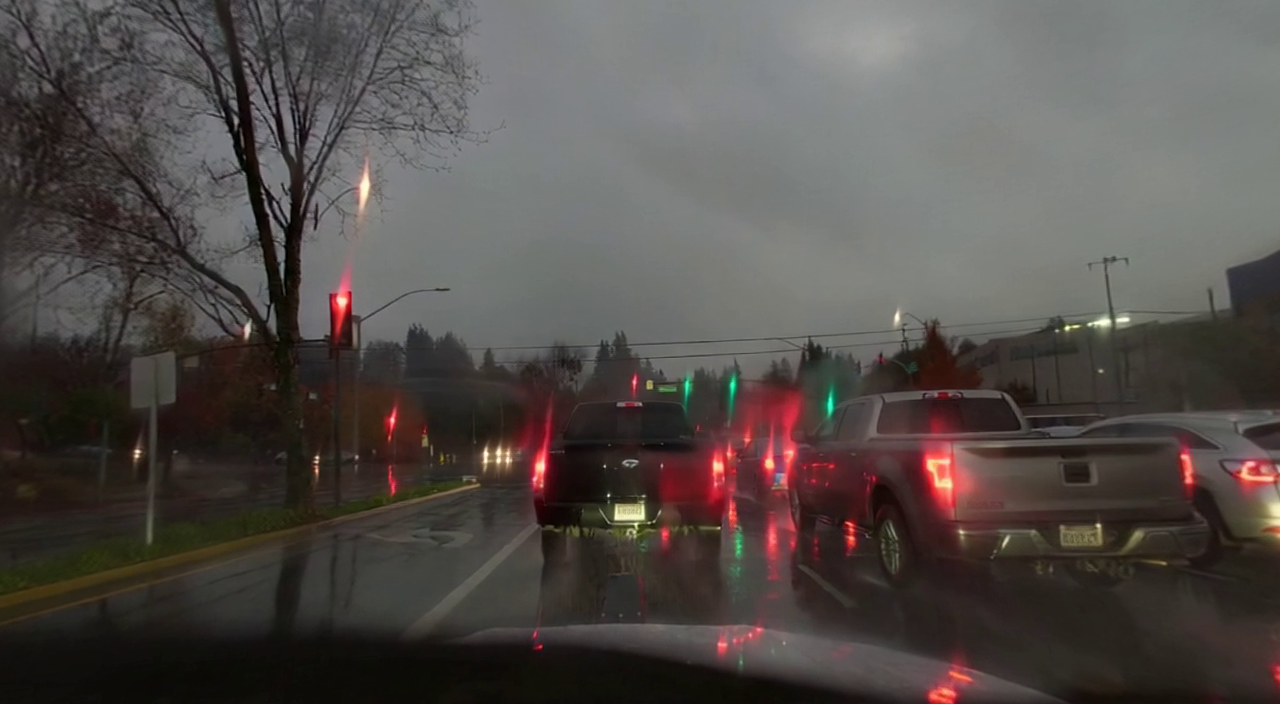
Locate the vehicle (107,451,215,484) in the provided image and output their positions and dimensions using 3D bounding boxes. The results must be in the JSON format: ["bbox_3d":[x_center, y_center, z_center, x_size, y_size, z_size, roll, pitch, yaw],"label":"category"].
[{"bbox_3d":[-26.374,6.331,35.013,4.437,1.669,1.936,5,-10,-30],"label":"vehicle"}]

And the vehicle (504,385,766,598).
[{"bbox_3d":[-0.067,1.572,8.010,2.240,1.821,5.001,0,-9,-1],"label":"vehicle"}]

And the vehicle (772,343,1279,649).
[{"bbox_3d":[3.319,1.326,6.940,2.412,1.953,5.682,0,-9,-1],"label":"vehicle"}]
